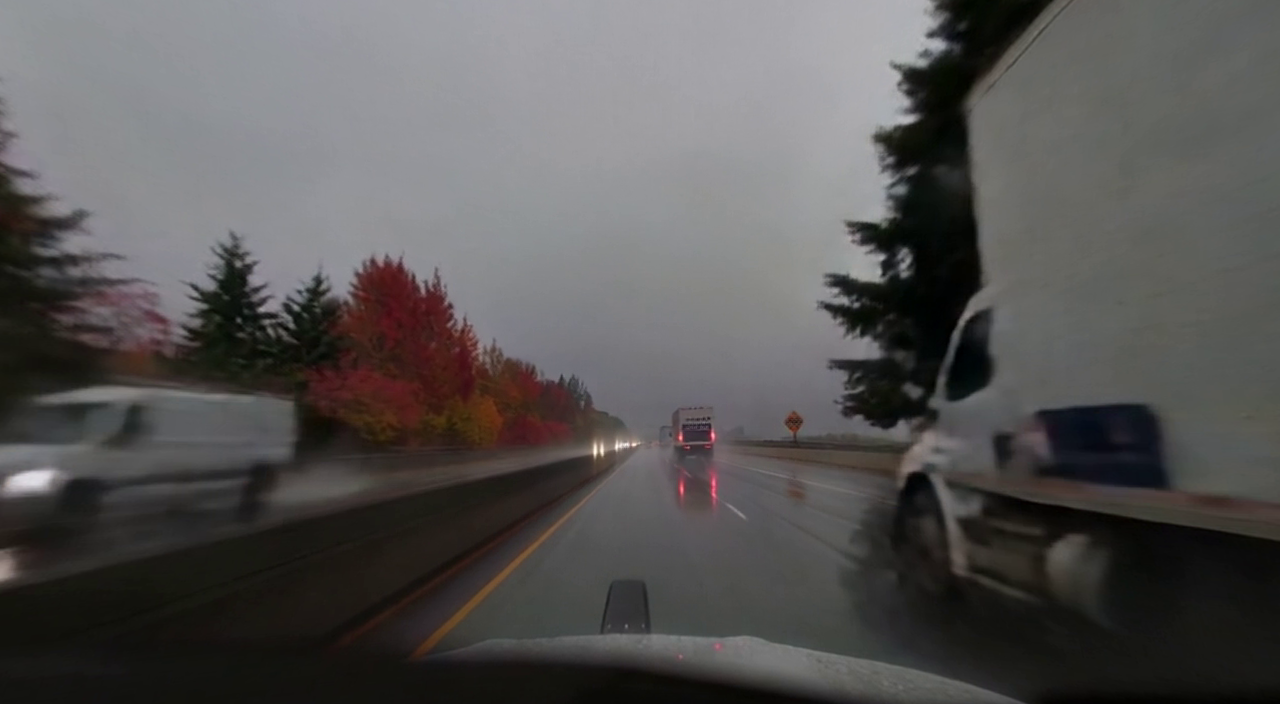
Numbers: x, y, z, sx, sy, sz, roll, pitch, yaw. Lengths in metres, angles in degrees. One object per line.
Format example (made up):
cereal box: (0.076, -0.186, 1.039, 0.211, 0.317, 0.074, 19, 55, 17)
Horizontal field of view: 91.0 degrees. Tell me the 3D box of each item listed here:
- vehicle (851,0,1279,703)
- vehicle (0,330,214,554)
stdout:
vehicle: (4.004, -0.547, 0.147, 2.911, 4.117, 14.683, 0, -8, 0)
vehicle: (-11.362, 1.561, 10.879, 2.698, 3.465, 7.279, 0, -8, 0)
